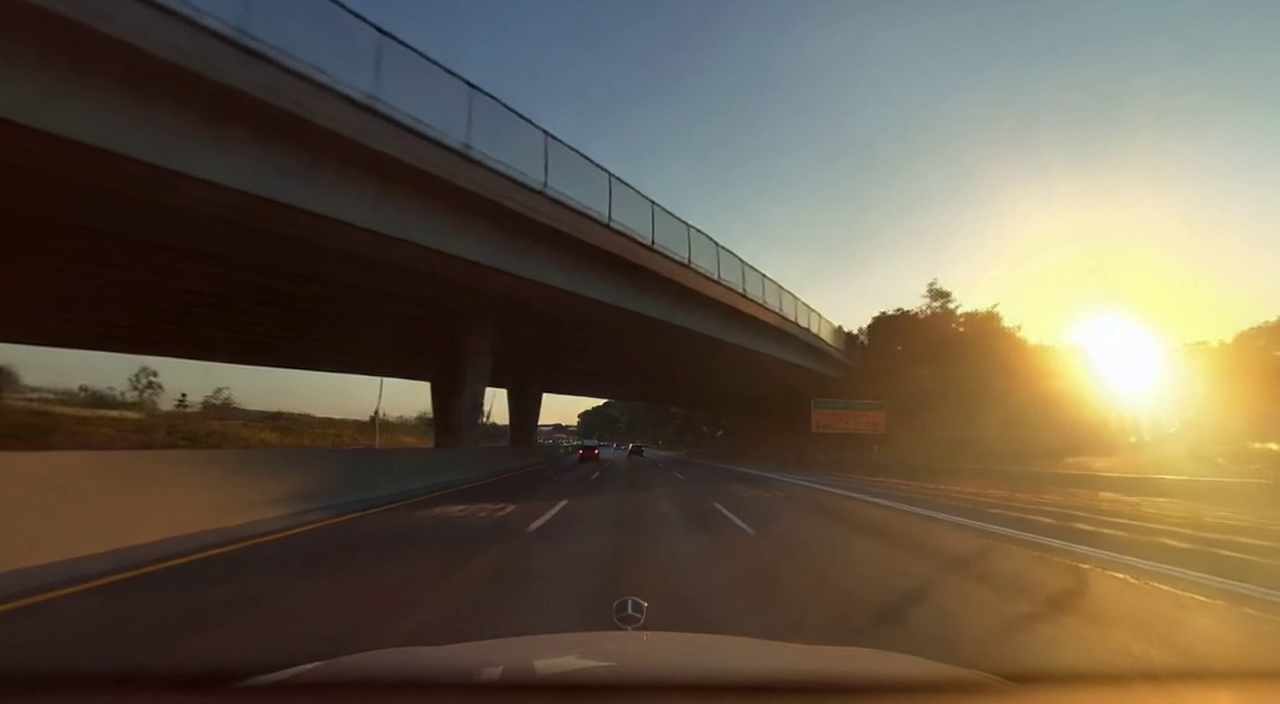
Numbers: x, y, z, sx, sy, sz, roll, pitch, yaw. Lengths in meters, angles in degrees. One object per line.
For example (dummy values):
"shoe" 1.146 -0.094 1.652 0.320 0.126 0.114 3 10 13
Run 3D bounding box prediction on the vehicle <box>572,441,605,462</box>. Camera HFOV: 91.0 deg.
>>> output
"vehicle" -3.997 7.811 49.534 2.160 1.608 5.012 0 -8 0
